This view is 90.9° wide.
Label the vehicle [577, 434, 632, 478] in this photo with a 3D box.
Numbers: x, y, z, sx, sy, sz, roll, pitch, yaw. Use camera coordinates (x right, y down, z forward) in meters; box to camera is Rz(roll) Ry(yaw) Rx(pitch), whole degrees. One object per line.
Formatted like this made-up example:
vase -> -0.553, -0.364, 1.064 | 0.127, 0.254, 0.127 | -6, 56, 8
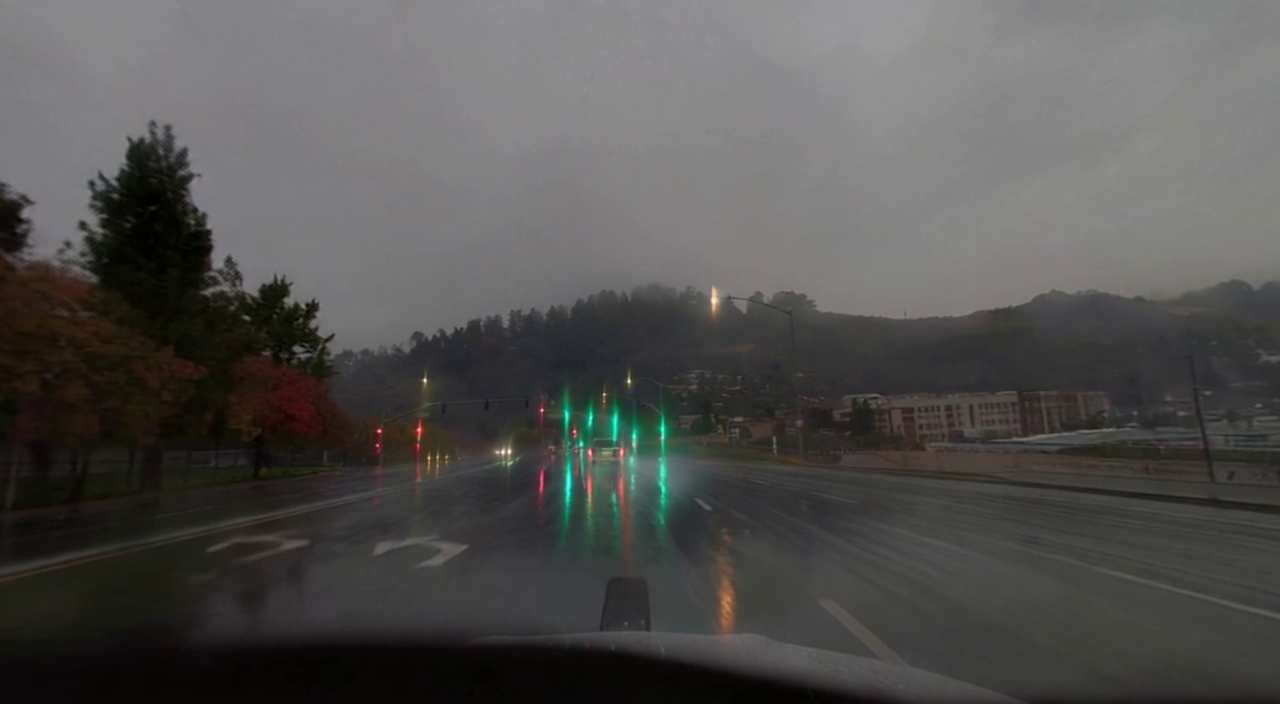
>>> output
vehicle -> -1.633, 4.524, 27.755 | 2.253, 1.756, 4.313 | 1, -8, -5
